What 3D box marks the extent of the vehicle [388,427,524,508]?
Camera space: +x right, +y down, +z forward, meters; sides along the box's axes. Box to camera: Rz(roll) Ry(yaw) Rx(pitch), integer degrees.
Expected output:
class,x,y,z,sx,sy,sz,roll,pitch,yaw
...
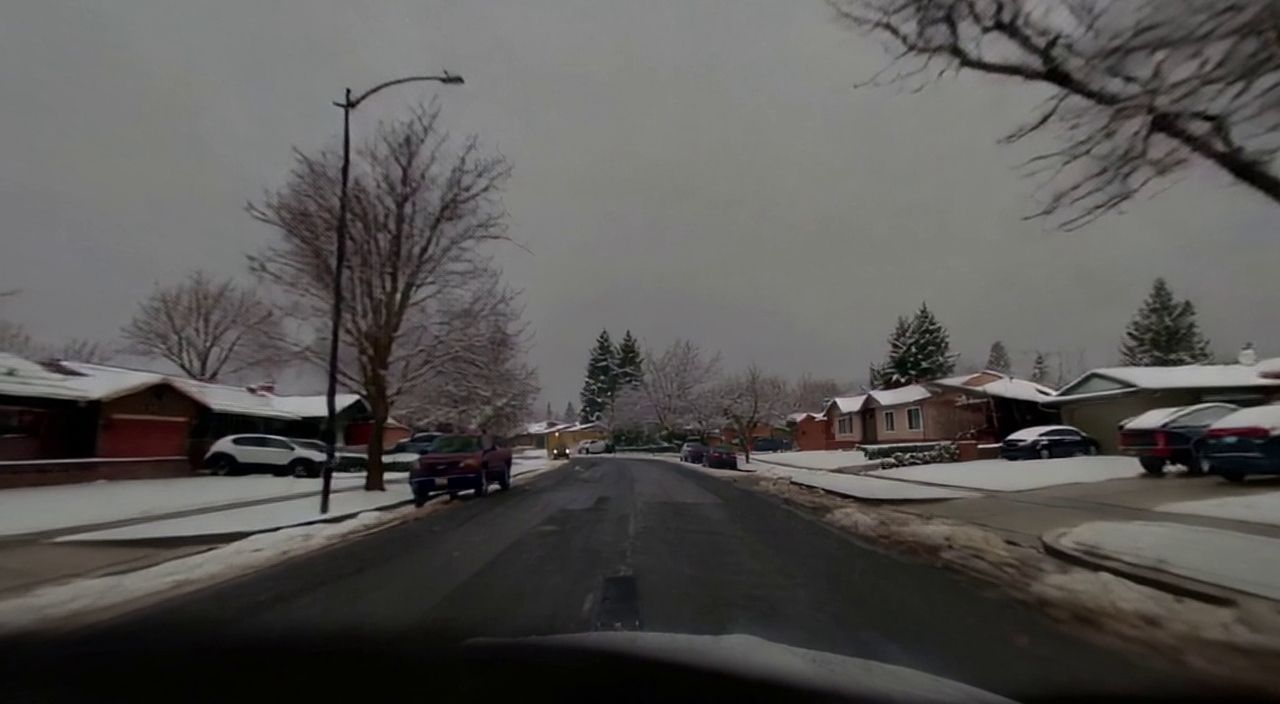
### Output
class,x,y,z,sx,sy,sz,roll,pitch,yaw
vehicle,-4.774,3.019,17.285,2.215,1.859,4.765,0,-7,1

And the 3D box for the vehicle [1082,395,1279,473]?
class,x,y,z,sx,sy,sz,roll,pitch,yaw
vehicle,13.728,2.089,15.740,4.560,1.741,1.993,3,-9,-18

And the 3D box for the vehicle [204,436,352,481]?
class,x,y,z,sx,sy,sz,roll,pitch,yaw
vehicle,-12.989,3.821,23.017,4.376,1.458,2.046,3,-8,-22

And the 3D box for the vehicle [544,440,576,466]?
class,x,y,z,sx,sy,sz,roll,pitch,yaw
vehicle,-6.273,7.838,49.279,1.976,1.855,4.299,2,-7,-14

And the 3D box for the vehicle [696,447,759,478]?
class,x,y,z,sx,sy,sz,roll,pitch,yaw
vehicle,4.438,5.693,32.907,1.984,1.437,4.726,1,-9,-8

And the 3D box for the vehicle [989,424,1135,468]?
class,x,y,z,sx,sy,sz,roll,pitch,yaw
vehicle,15.354,3.420,23.026,4.488,1.454,1.944,3,-8,-18
